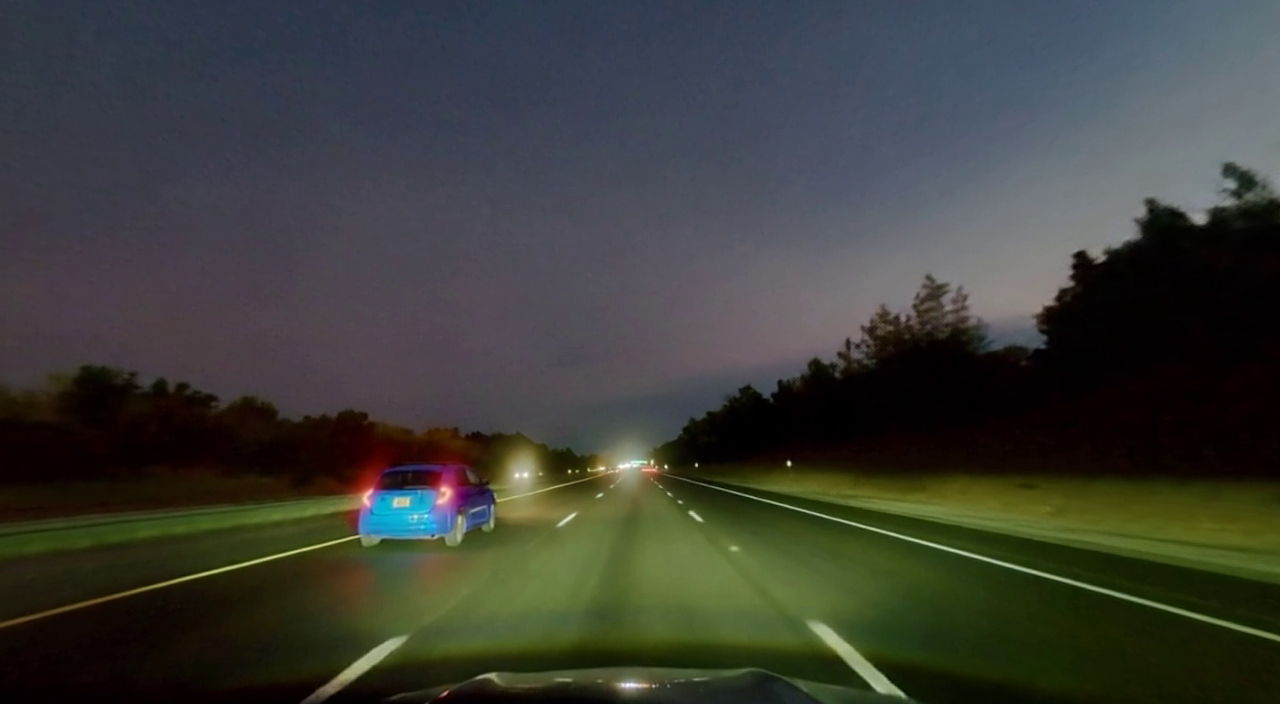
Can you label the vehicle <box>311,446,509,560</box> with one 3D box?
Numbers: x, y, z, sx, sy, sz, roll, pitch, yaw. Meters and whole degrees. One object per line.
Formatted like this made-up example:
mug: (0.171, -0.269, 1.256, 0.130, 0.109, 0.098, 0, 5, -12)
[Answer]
vehicle: (-3.619, 2.468, 10.815, 1.797, 1.532, 4.072, 1, -10, 0)
